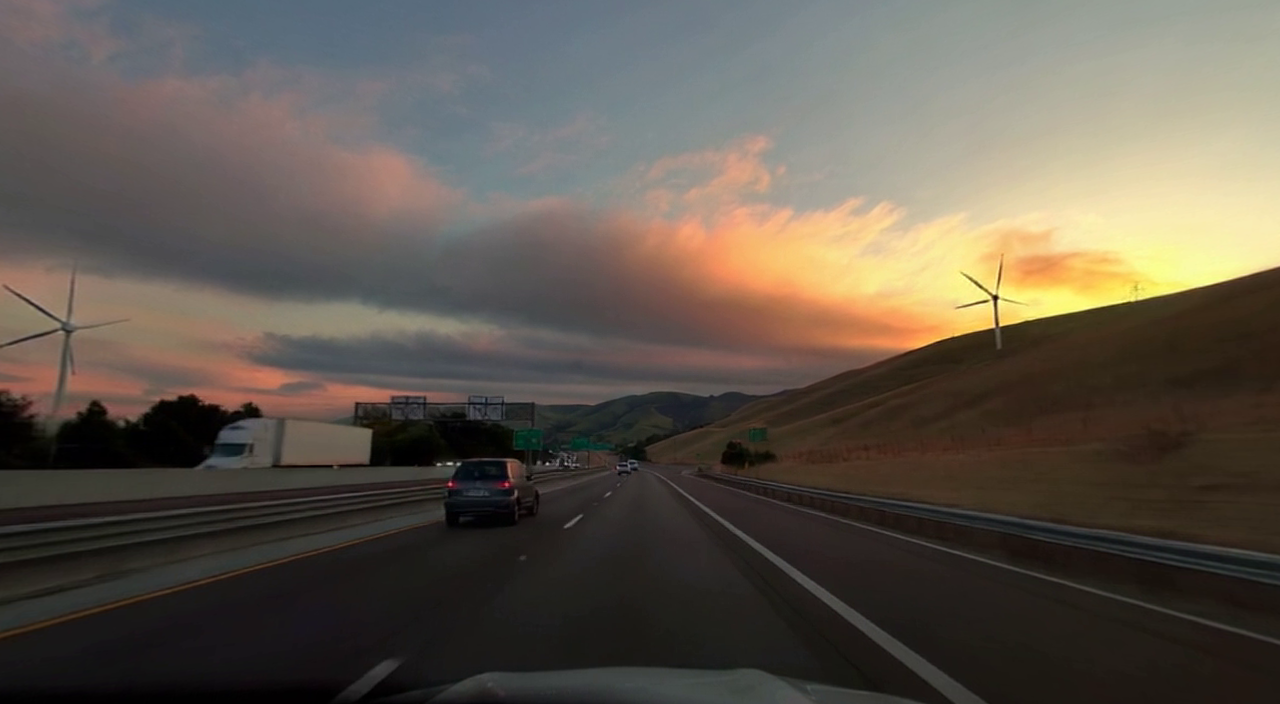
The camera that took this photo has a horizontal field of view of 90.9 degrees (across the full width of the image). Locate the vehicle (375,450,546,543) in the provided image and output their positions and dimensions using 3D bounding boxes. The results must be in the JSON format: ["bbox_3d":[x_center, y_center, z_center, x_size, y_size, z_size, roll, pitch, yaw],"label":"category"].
[{"bbox_3d":[-3.375,2.866,13.024,2.039,1.505,4.843,1,-10,1],"label":"vehicle"}]

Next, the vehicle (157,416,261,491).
[{"bbox_3d":[-23.040,5.468,33.846,3.297,3.790,2.689,0,-10,1],"label":"vehicle"}]

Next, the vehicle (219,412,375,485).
[{"bbox_3d":[-22.860,6.870,43.628,2.840,4.164,13.969,1,-10,0],"label":"vehicle"}]
